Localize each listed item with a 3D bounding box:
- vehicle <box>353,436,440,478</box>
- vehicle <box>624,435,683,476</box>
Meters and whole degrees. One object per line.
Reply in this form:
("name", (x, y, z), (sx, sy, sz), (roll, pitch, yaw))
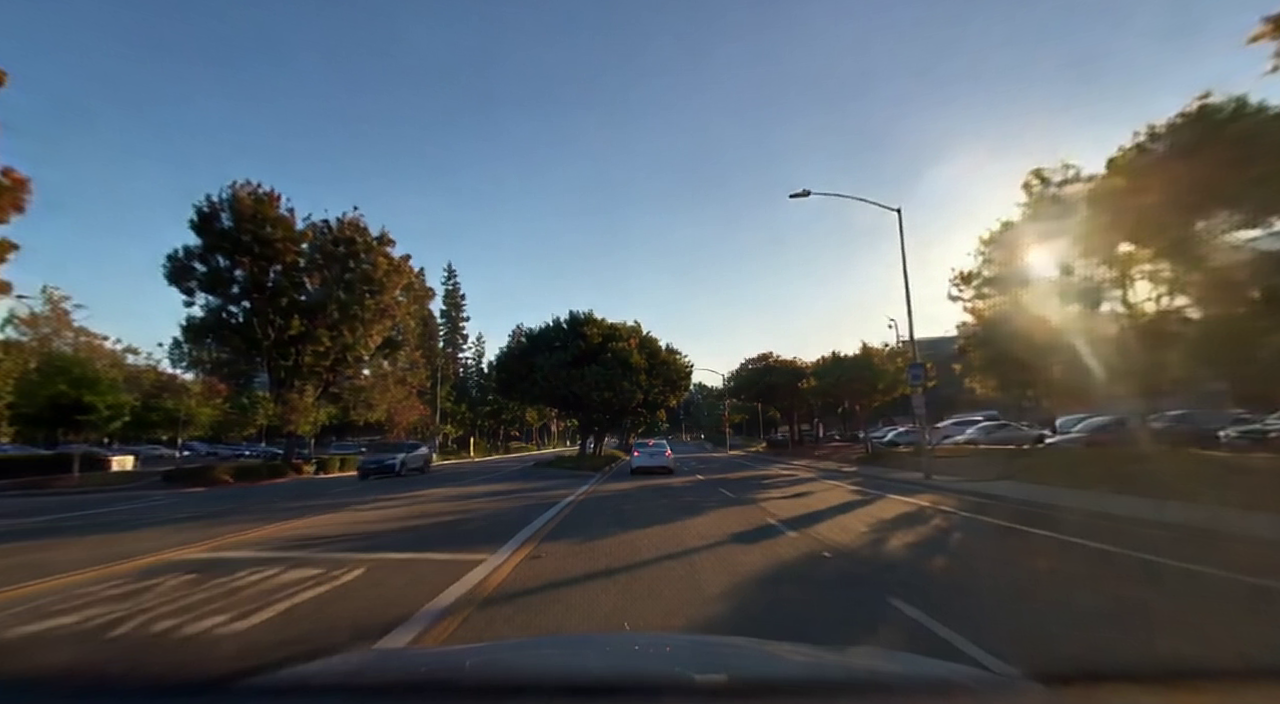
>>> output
("vehicle", (-11.921, 5.152, 31.295), (2.259, 1.867, 4.875), (0, -8, 1))
("vehicle", (0.444, 3.942, 24.237), (2.093, 1.442, 3.977), (0, -8, -1))
